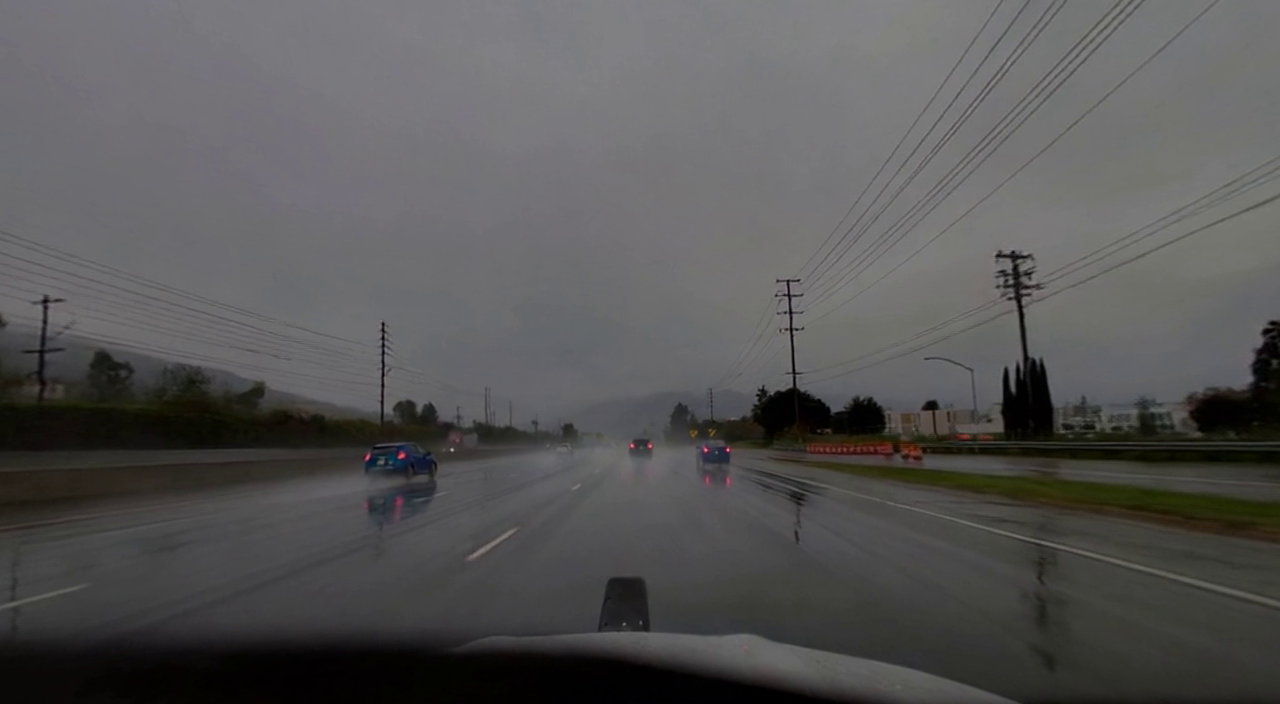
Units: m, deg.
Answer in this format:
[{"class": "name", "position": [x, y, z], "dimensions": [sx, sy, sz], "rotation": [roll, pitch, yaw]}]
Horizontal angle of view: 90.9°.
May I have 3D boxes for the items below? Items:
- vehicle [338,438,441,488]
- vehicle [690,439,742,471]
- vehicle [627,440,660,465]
[{"class": "vehicle", "position": [-10.324, 4.601, 26.541], "dimensions": [2.241, 1.810, 4.966], "rotation": [-2, -8, 1]}, {"class": "vehicle", "position": [3.785, 5.202, 32.090], "dimensions": [2.060, 1.526, 4.387], "rotation": [0, -8, -1]}, {"class": "vehicle", "position": [0.230, 6.456, 40.689], "dimensions": [2.036, 1.474, 3.969], "rotation": [0, -8, 0]}]
